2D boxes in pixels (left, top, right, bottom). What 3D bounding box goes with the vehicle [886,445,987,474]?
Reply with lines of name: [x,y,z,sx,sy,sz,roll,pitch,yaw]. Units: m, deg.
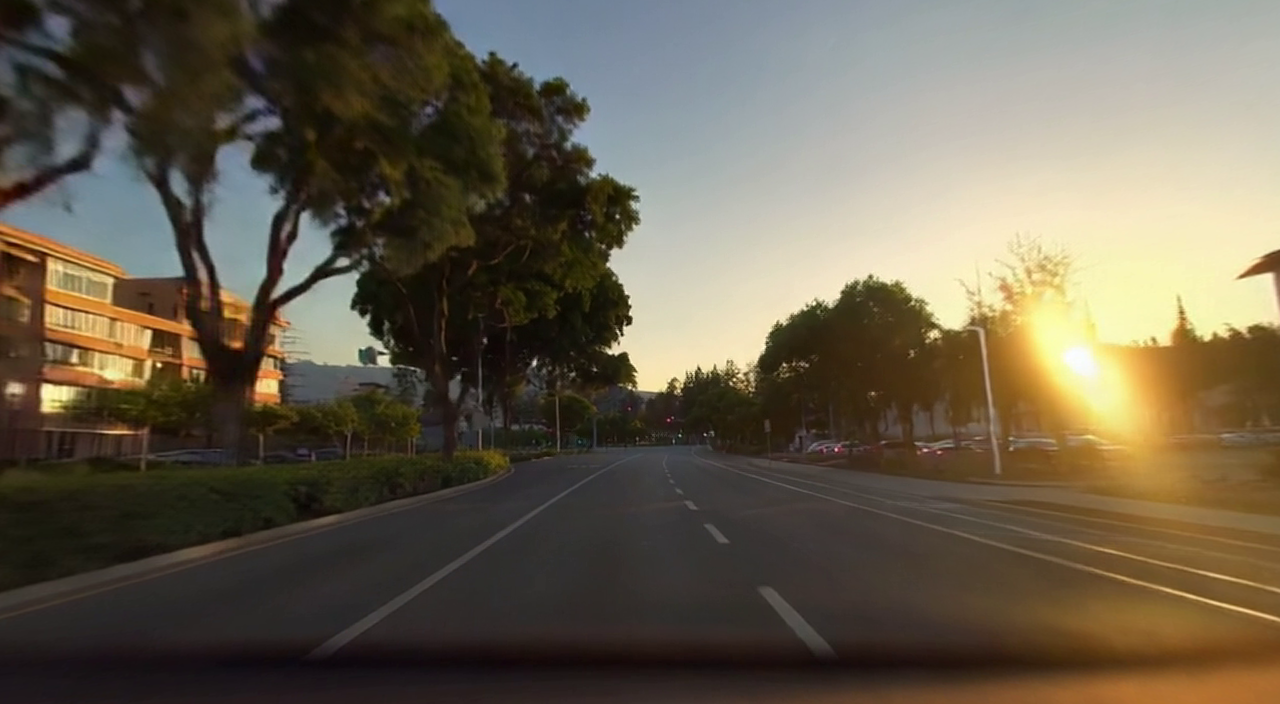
vehicle: [15.613,5.678,33.374,4.331,1.469,2.008,-1,-9,3]

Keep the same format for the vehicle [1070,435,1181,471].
vehicle: [27.731,5.766,36.059,4.627,1.659,1.882,-4,-7,1]

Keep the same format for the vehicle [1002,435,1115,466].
vehicle: [27.201,6.413,41.093,5.663,1.895,2.229,-1,-8,3]
